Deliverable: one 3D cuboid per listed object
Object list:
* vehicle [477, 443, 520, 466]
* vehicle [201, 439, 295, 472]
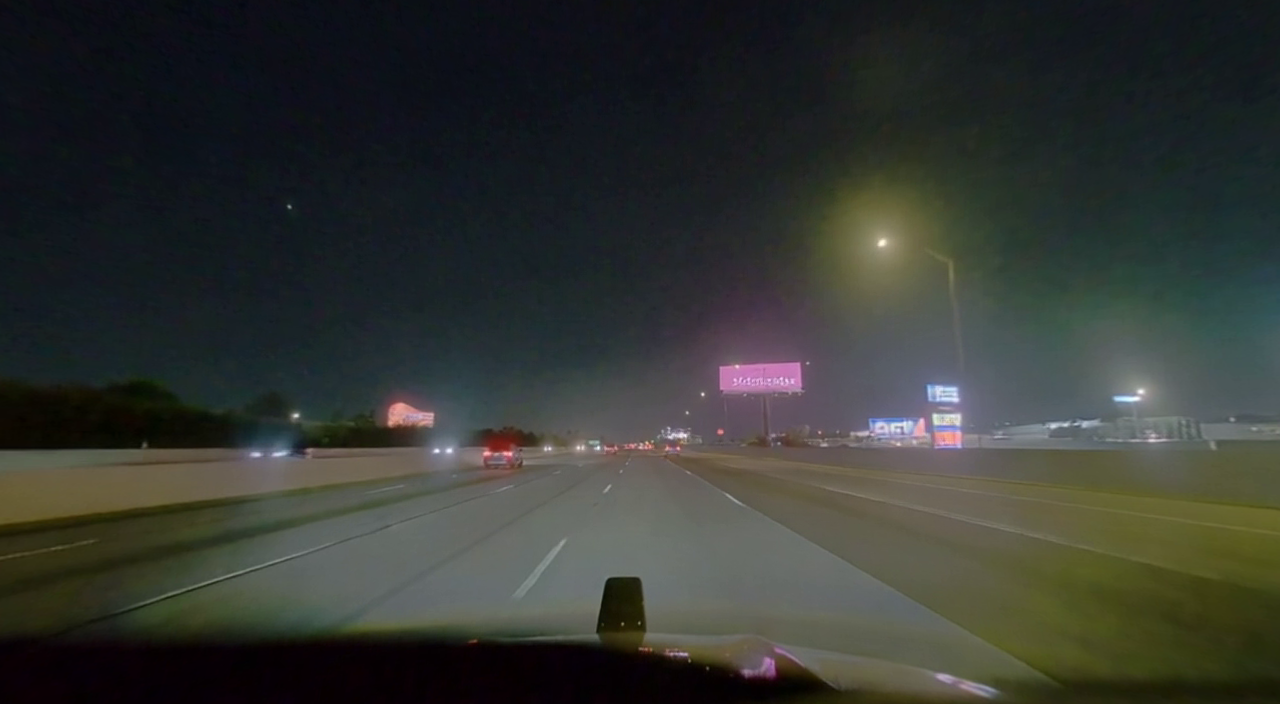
[{"bbox_3d":[-10.099,7.349,45.154,1.974,1.513,4.584,0,-9,0],"label":"vehicle"},{"bbox_3d":[-22.187,5.865,35.799,2.103,1.768,4.965,0,-9,1],"label":"vehicle"}]
